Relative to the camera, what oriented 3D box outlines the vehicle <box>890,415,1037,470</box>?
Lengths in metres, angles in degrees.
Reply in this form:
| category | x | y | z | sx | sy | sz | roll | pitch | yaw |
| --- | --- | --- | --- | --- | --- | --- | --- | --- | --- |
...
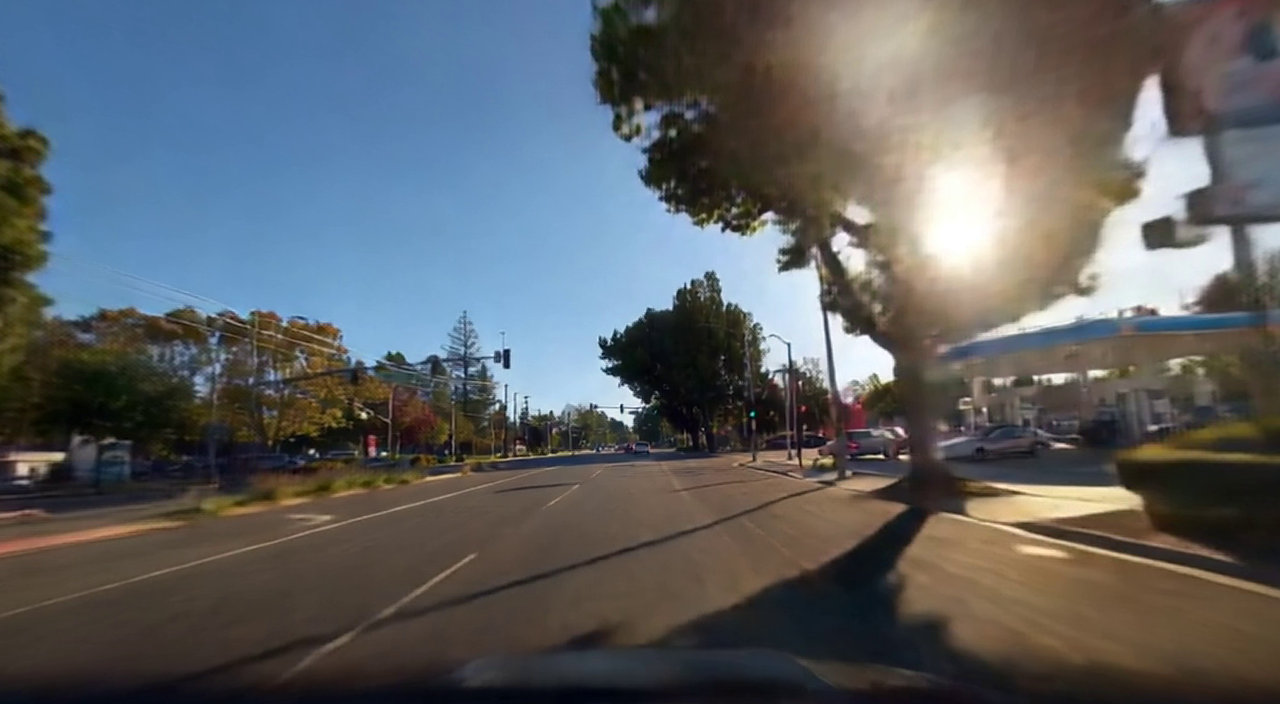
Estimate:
| category | x | y | z | sx | sy | sz | roll | pitch | yaw |
| --- | --- | --- | --- | --- | --- | --- | --- | --- | --- |
| vehicle | 13.441 | 3.777 | 26.432 | 4.821 | 1.788 | 2.132 | -5 | -8 | 0 |

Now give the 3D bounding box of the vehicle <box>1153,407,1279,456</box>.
| category | x | y | z | sx | sy | sz | roll | pitch | yaw |
| --- | --- | --- | --- | --- | --- | --- | --- | --- | --- |
| vehicle | 25.560 | 3.272 | 26.251 | 6.381 | 1.869 | 2.512 | 0 | -7 | -5 |

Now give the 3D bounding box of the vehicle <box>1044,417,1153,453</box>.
| category | x | y | z | sx | sy | sz | roll | pitch | yaw |
| --- | --- | --- | --- | --- | --- | --- | --- | --- | --- |
| vehicle | 26.904 | 4.894 | 37.051 | 5.031 | 1.746 | 1.999 | -1 | -10 | -9 |
